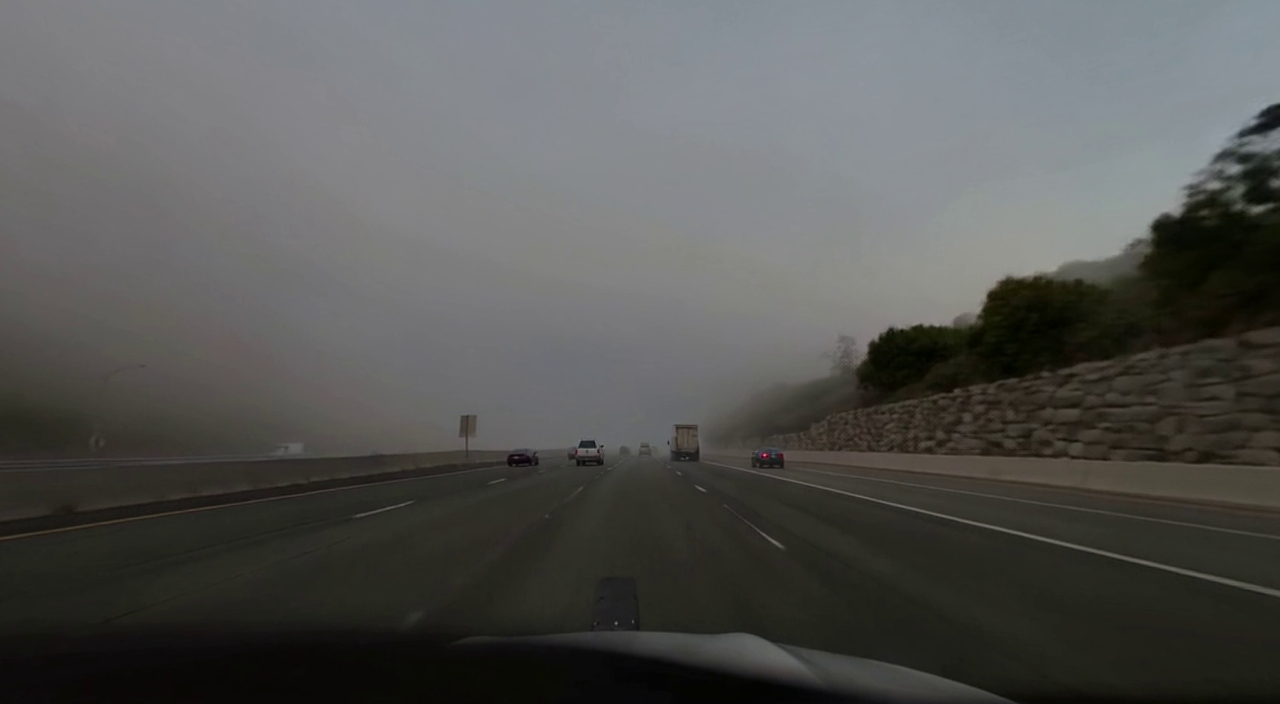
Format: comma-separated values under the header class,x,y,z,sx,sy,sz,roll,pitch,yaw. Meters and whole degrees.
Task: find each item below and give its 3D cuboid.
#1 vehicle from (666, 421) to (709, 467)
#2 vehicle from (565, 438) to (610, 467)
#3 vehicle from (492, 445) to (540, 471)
class,x,y,z,sx,sy,sz,roll,pitch,yaw
vehicle,3.503,6.994,48.181,2.795,3.187,7.205,0,-8,0
vehicle,-3.798,7.438,46.894,2.720,2.041,5.432,0,-8,1
vehicle,-7.744,6.650,39.966,2.102,1.522,4.394,0,-8,0
